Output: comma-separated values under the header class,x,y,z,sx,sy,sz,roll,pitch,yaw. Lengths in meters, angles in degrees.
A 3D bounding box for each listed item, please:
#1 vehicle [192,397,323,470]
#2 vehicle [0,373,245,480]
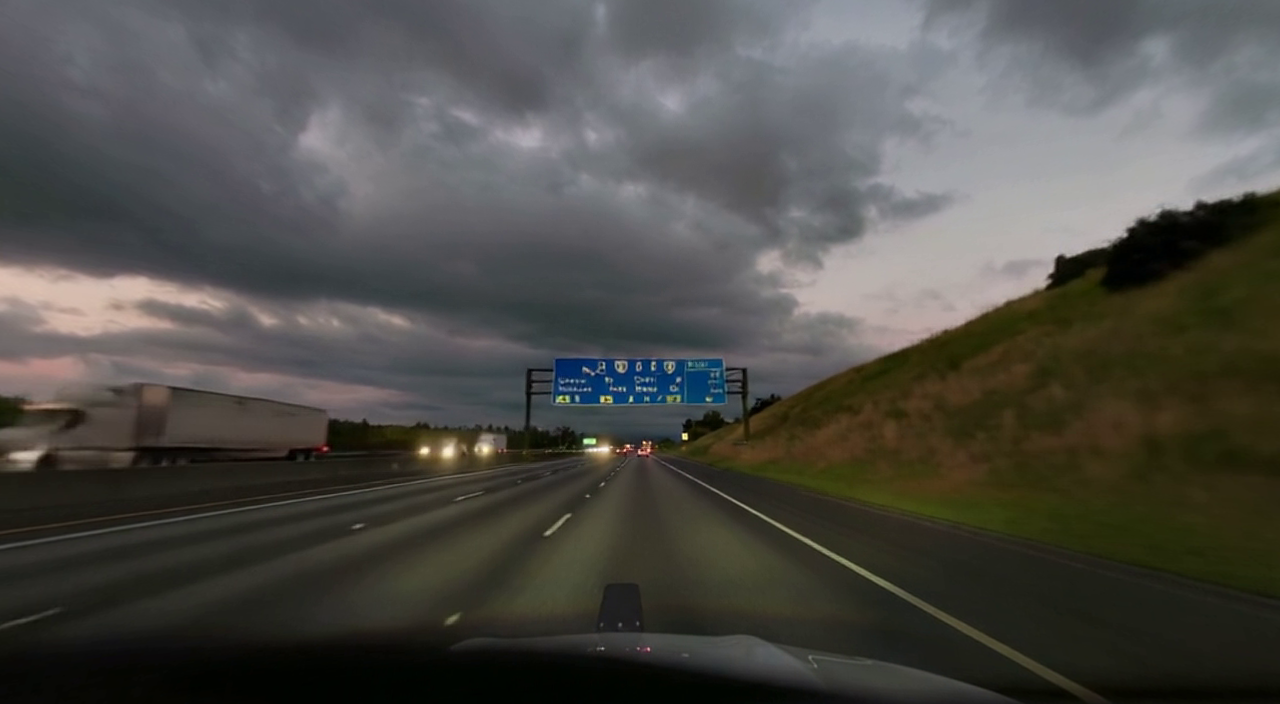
class,x,y,z,sx,sy,sz,roll,pitch,yaw
vehicle,-22.855,5.068,38.420,2.821,3.954,8.123,0,-9,0
vehicle,-22.794,3.546,28.730,3.004,3.989,10.208,0,-9,0
